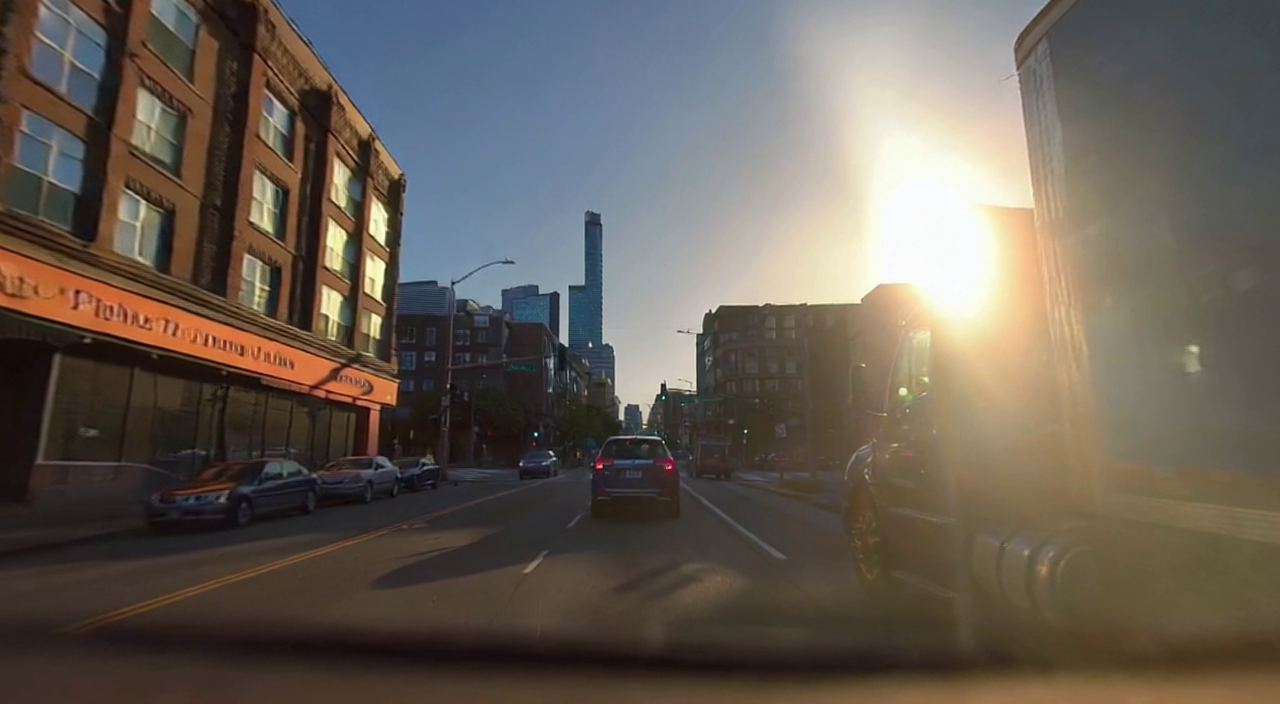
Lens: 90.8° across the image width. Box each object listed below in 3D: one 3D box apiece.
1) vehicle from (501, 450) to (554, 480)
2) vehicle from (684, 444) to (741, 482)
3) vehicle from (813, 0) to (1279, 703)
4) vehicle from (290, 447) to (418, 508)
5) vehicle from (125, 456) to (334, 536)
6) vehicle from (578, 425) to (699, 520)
[{"bbox_3d":[-5.902,5.994,33.785,1.947,1.462,4.640,0,-8,1],"label":"vehicle"},{"bbox_3d":[3.406,5.280,30.453,2.159,1.696,4.316,0,-8,-1],"label":"vehicle"},{"bbox_3d":[3.289,-0.191,1.759,2.913,3.771,9.716,0,-8,0],"label":"vehicle"},{"bbox_3d":[-8.900,3.887,20.179,2.084,1.686,4.422,0,-8,-1],"label":"vehicle"},{"bbox_3d":[-8.773,3.065,14.076,1.805,1.379,4.359,0,-8,-2],"label":"vehicle"},{"bbox_3d":[0.012,2.608,14.228,2.283,1.783,4.548,0,-8,1],"label":"vehicle"}]
